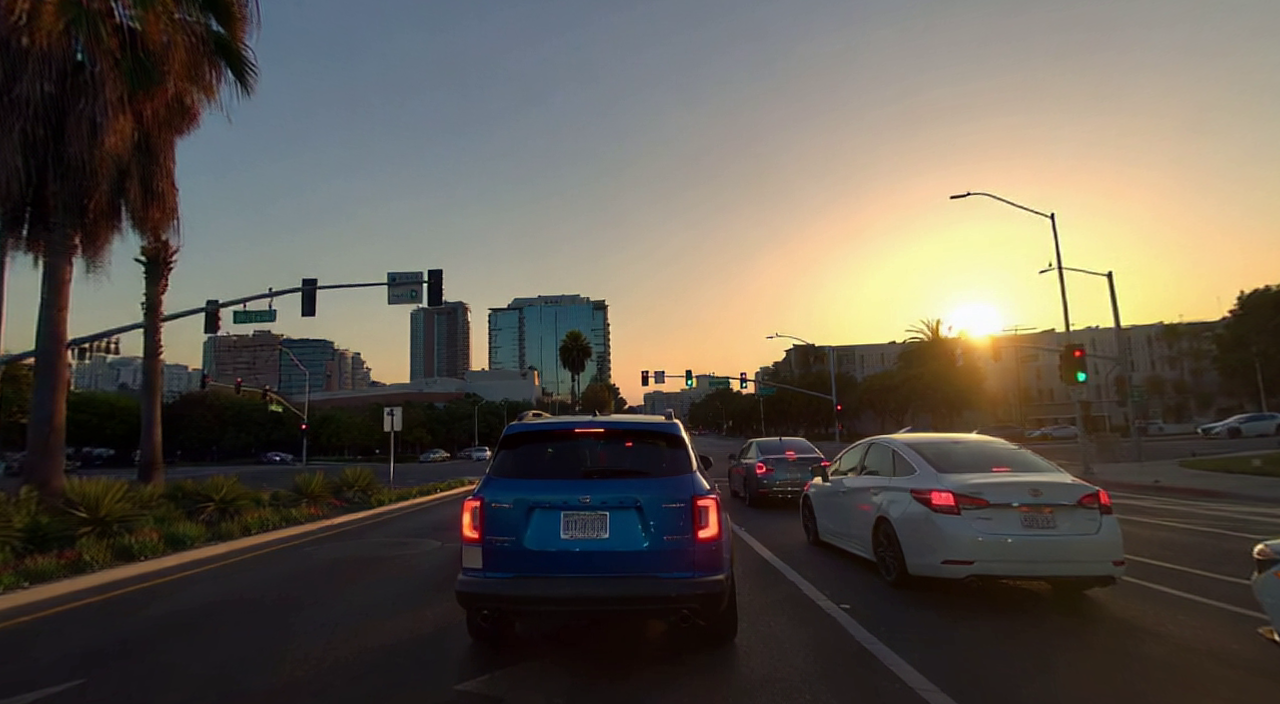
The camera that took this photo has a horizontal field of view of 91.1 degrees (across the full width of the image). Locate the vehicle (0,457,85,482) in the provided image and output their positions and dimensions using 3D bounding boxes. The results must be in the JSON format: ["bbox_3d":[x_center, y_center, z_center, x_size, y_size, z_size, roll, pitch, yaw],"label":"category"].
[{"bbox_3d":[-45.442,8.822,47.248,5.347,1.785,2.123,0,-8,2],"label":"vehicle"}]

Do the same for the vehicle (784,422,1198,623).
[{"bbox_3d":[3.118,1.603,6.953,1.971,1.473,4.495,0,-8,0],"label":"vehicle"}]

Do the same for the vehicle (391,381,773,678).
[{"bbox_3d":[-0.334,1.313,5.695,2.172,1.694,4.055,0,-8,0],"label":"vehicle"}]
